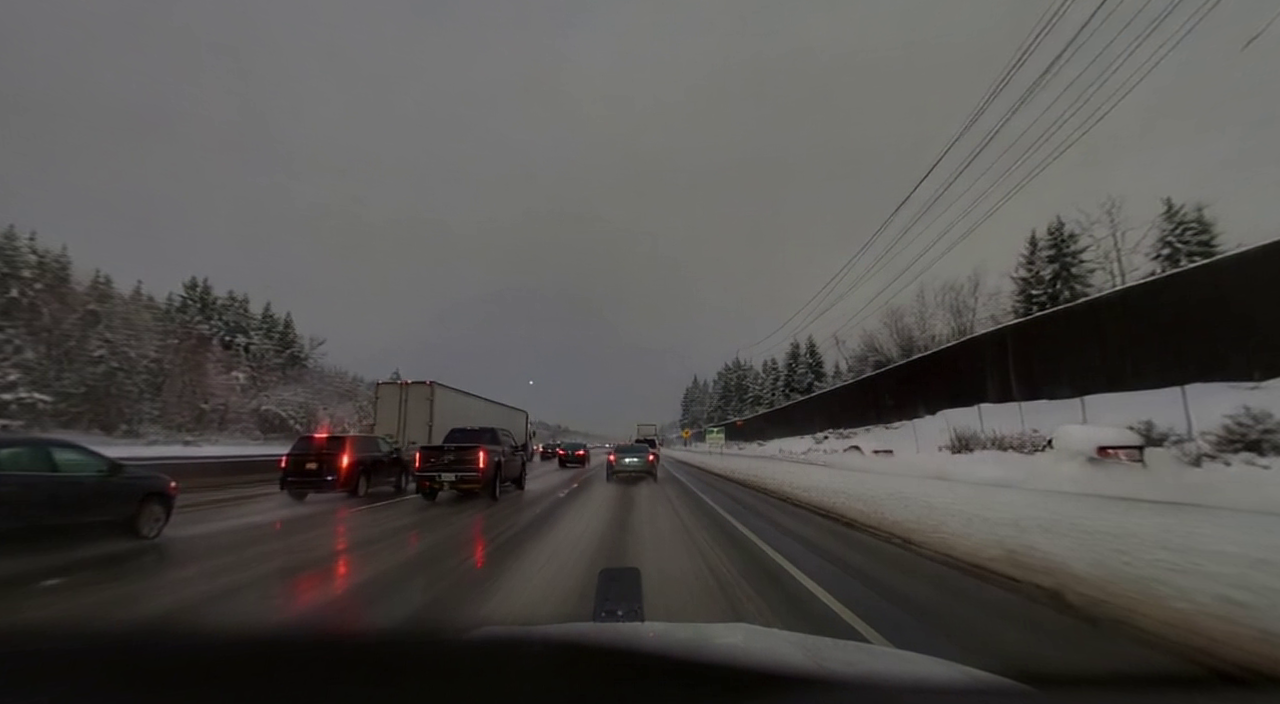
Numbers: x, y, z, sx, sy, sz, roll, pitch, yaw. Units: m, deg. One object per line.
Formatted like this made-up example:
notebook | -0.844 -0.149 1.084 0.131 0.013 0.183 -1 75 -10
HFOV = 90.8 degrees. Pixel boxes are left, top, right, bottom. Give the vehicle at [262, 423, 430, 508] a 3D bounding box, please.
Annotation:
vehicle | -6.926 2.721 15.527 2.027 1.762 4.386 0 -9 0

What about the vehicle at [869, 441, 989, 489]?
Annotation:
vehicle | 10.077 3.953 22.525 1.974 1.495 4.734 0 -9 -1

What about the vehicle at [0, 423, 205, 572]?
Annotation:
vehicle | -7.647 1.578 7.053 2.165 1.511 4.810 0 -8 0

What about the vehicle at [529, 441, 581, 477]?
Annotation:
vehicle | -3.848 4.890 29.125 1.870 1.485 4.304 0 -8 -1

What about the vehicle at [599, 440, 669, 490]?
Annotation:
vehicle | -0.196 3.677 20.929 2.089 1.477 3.818 0 -8 0

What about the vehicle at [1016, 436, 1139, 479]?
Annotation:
vehicle | 17.766 4.297 25.982 1.936 1.591 4.362 0 -9 0

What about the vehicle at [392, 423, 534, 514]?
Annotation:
vehicle | -3.742 2.554 14.275 1.923 1.716 4.289 0 -8 1
